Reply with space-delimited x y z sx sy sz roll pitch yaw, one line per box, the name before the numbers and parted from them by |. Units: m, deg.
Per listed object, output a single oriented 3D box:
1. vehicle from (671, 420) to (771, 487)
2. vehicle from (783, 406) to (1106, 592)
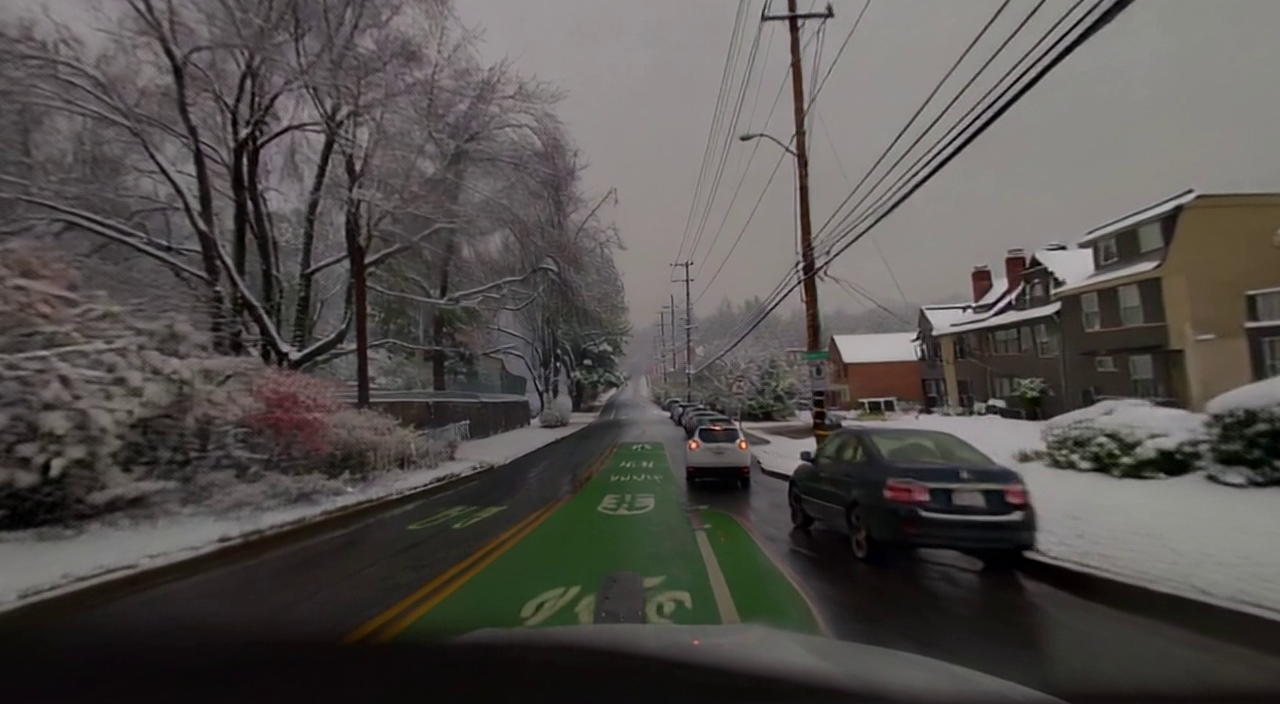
vehicle | 2.333 2.653 16.882 2.235 1.500 4.496 0 -8 13
vehicle | 3.313 1.670 8.112 1.909 1.694 4.472 0 -8 0
